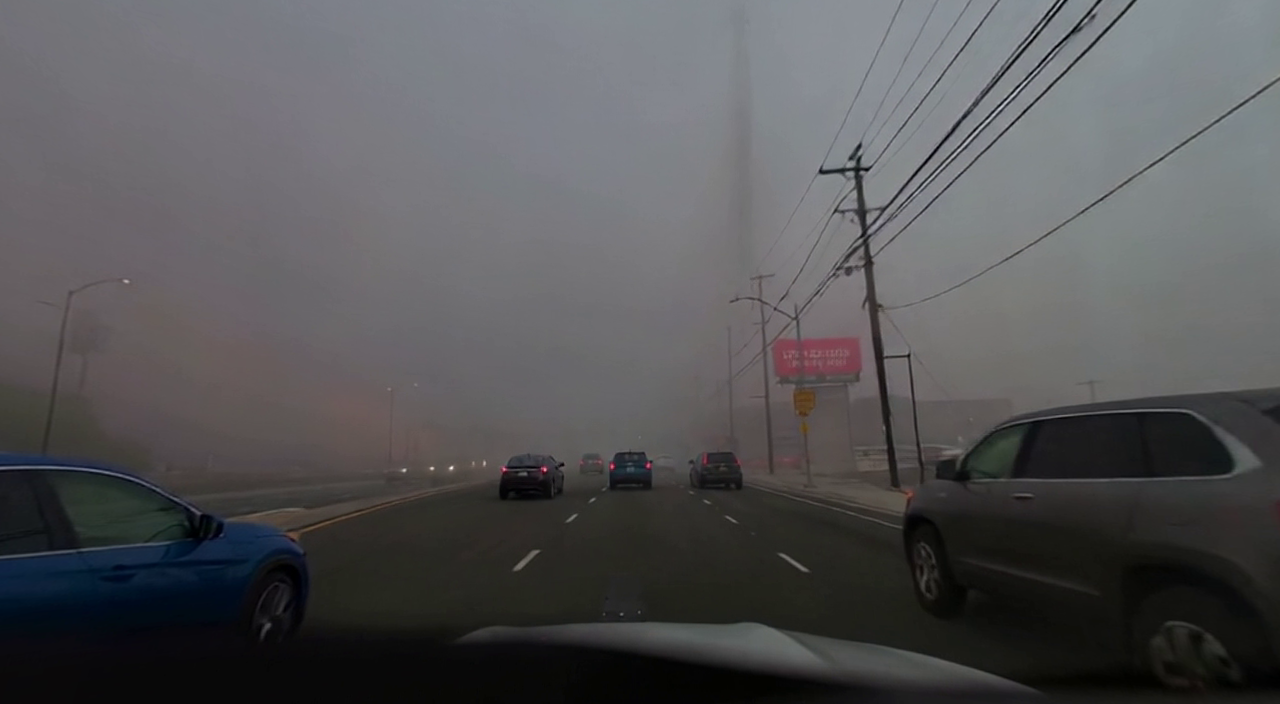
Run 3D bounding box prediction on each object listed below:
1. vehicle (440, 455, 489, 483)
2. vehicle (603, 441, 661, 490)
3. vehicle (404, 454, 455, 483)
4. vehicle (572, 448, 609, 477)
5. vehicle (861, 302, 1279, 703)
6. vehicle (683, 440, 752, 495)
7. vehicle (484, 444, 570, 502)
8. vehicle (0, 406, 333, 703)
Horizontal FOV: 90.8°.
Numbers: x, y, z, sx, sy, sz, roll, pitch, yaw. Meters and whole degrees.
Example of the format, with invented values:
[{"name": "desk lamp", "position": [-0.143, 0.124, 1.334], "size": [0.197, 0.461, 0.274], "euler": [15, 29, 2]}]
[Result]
[{"name": "vehicle", "position": [-11.436, 7.627, 41.438], "size": [2.020, 1.633, 4.462], "euler": [0, -8, -2]}, {"name": "vehicle", "position": [-0.387, 4.855, 27.495], "size": [2.326, 1.925, 4.253], "euler": [0, -8, -1]}, {"name": "vehicle", "position": [-15.188, 8.400, 45.912], "size": [2.086, 1.870, 4.979], "euler": [0, -8, -2]}, {"name": "vehicle", "position": [-3.631, 8.224, 47.401], "size": [2.405, 2.009, 5.909], "euler": [0, -8, -1]}, {"name": "vehicle", "position": [3.431, 1.019, 3.891], "size": [2.282, 1.897, 4.915], "euler": [0, -9, -1]}, {"name": "vehicle", "position": [2.865, 4.340, 24.194], "size": [2.026, 1.904, 4.102], "euler": [0, -8, -1]}, {"name": "vehicle", "position": [-3.514, 3.822, 20.423], "size": [2.051, 1.671, 3.861], "euler": [0, -8, 0]}, {"name": "vehicle", "position": [-3.255, 0.970, 2.342], "size": [2.022, 1.498, 4.471], "euler": [0, -8, -1]}]
